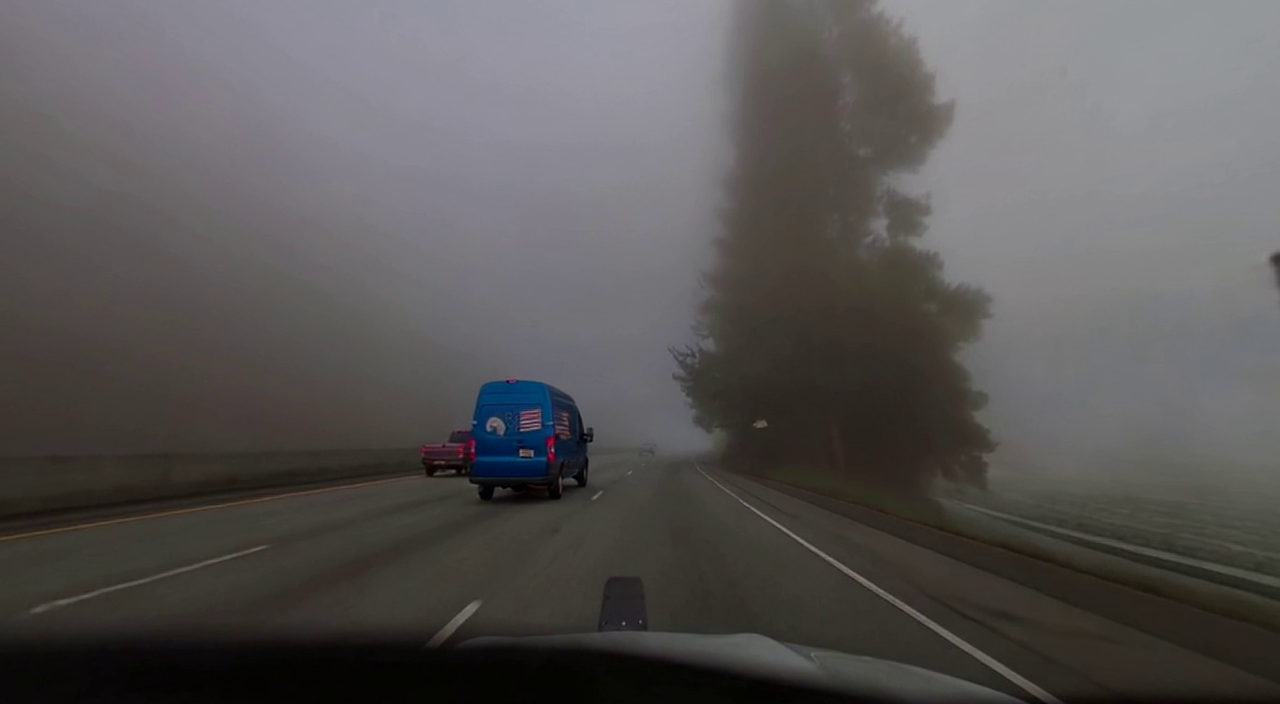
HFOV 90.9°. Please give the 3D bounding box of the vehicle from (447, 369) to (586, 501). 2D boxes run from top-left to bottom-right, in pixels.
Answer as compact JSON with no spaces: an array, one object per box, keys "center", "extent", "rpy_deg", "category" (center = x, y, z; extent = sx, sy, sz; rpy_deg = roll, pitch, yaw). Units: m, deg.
[{"center":[-2.928,2.210,16.654],"extent":[2.319,2.883,5.632],"rpy_deg":[0,-8,2],"category":"vehicle"}]
